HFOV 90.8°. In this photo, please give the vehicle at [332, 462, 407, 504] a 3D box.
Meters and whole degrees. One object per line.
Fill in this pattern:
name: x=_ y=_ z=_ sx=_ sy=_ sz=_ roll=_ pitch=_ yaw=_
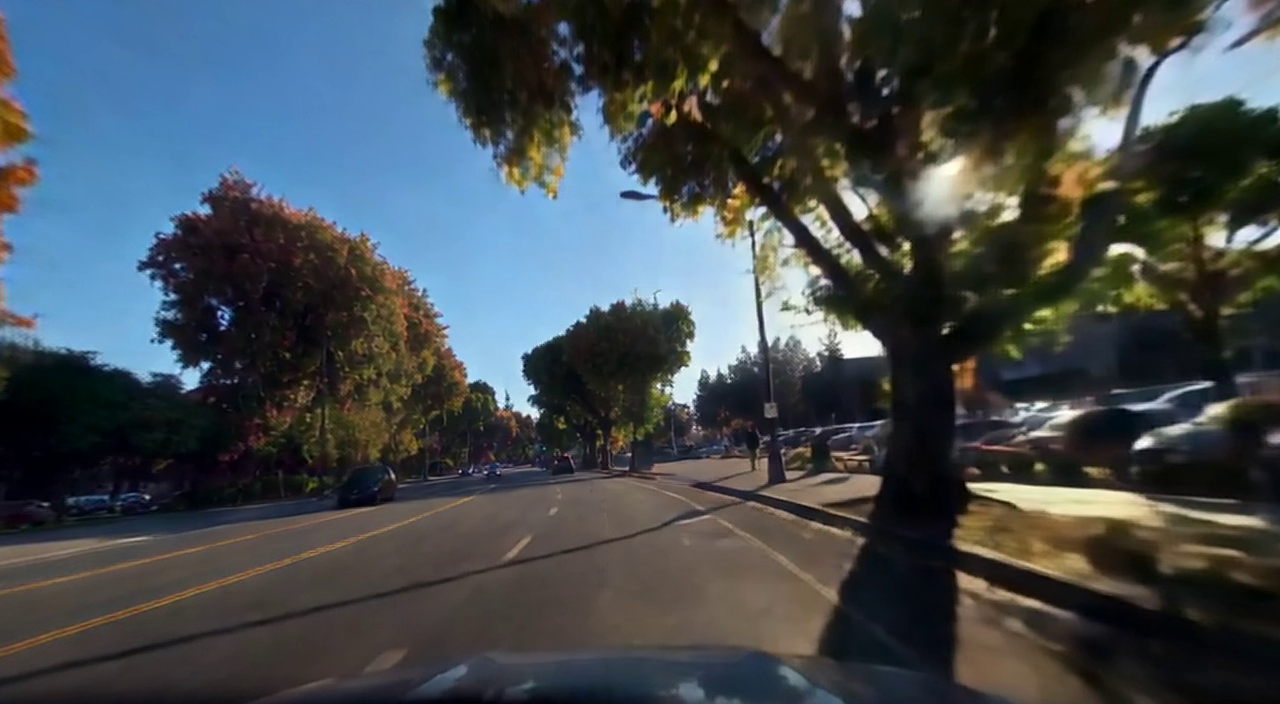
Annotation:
vehicle: x=-13.294 y=6.421 z=31.352 sx=2.150 sy=1.754 sz=4.667 roll=1 pitch=-8 yaw=-7
